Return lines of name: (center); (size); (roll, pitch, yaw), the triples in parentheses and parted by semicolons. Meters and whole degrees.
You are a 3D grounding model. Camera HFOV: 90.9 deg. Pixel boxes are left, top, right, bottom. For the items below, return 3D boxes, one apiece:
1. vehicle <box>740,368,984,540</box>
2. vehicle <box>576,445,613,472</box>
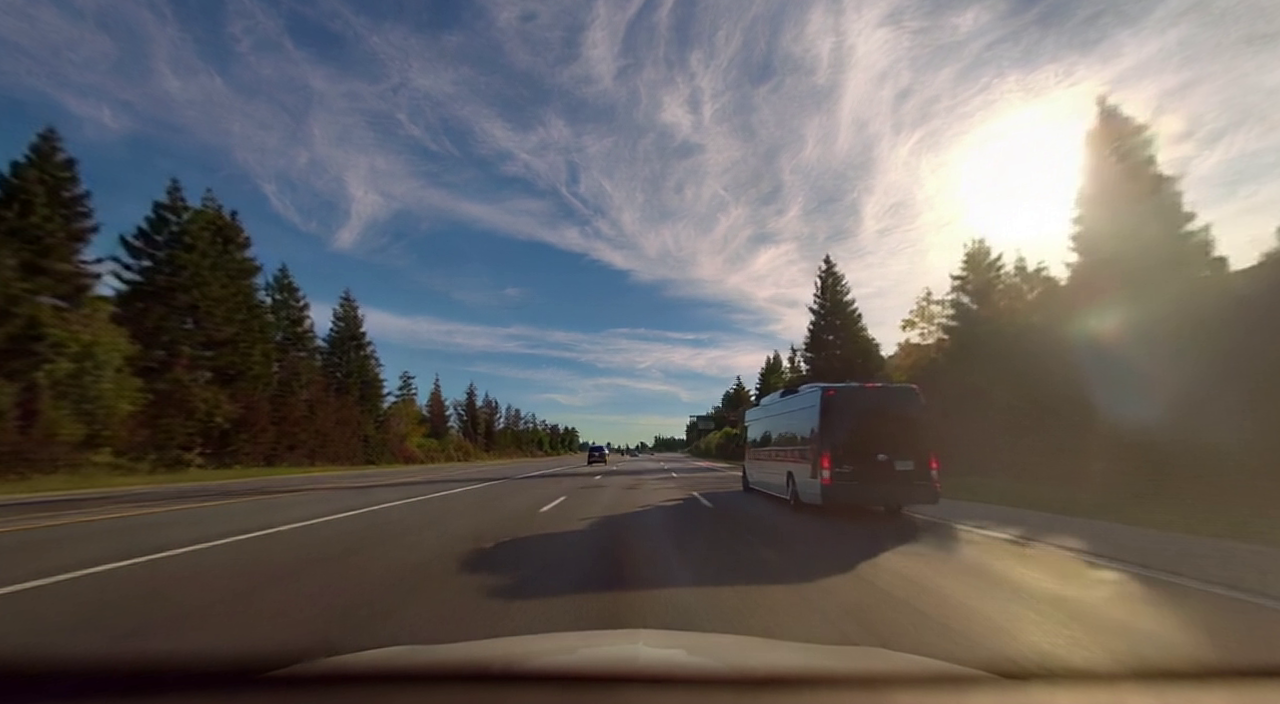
vehicle: (3.961, 2.074, 13.087); (2.614, 2.655, 6.429); (0, -9, -1)
vehicle: (-2.934, 7.052, 41.878); (2.020, 1.619, 4.690); (0, -9, 1)
